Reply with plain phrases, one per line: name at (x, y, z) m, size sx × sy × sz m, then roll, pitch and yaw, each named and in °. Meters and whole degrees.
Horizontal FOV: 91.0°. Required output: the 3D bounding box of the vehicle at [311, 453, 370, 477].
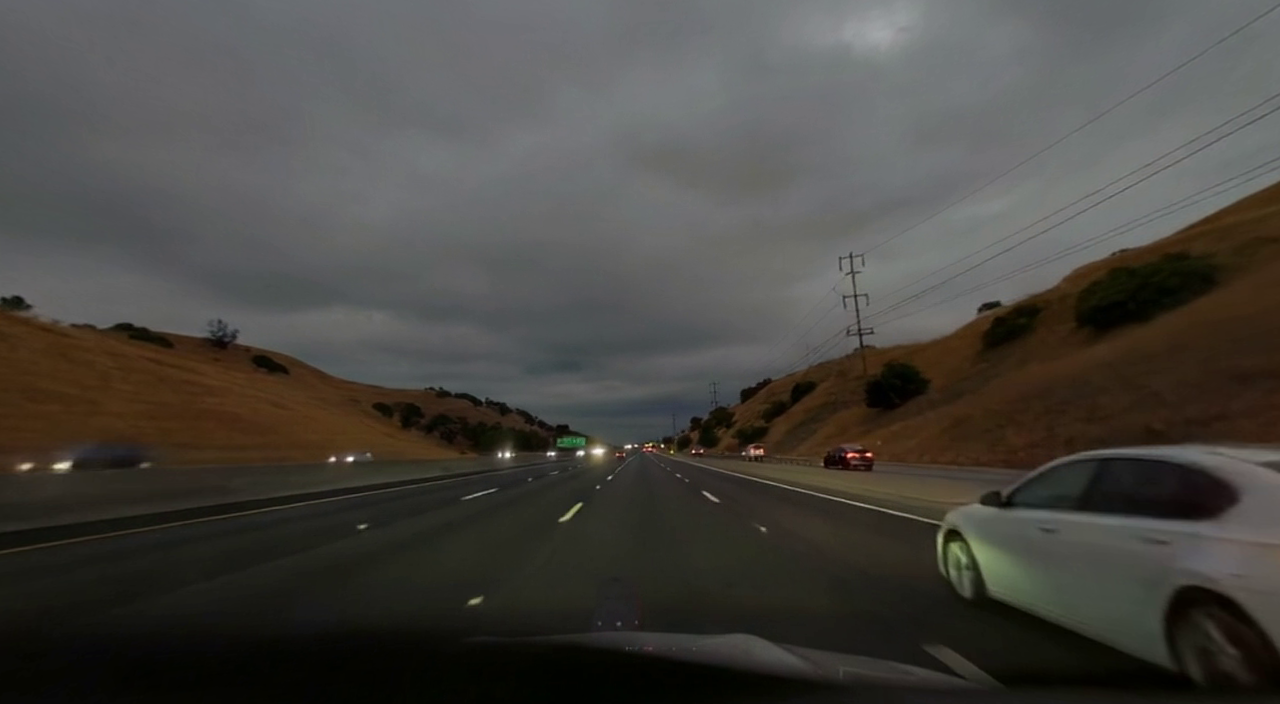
vehicle at (-21.274, 8.034, 44.985) m, size 1.922 × 1.512 × 4.664 m, roll 0°, pitch -9°, yaw 0°

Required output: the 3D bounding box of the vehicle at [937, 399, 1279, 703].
vehicle at (3.455, 1.036, 2.847) m, size 2.086 × 1.542 × 4.355 m, roll 0°, pitch -9°, yaw 0°

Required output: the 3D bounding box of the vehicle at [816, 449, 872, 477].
vehicle at (11.800, 6.404, 36.629) m, size 1.884 × 1.486 × 3.770 m, roll 1°, pitch -9°, yaw -1°

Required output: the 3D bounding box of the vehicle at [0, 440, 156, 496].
vehicle at (-18.145, 3.623, 20.018) m, size 1.868 × 1.549 × 4.503 m, roll 0°, pitch -9°, yaw 0°
